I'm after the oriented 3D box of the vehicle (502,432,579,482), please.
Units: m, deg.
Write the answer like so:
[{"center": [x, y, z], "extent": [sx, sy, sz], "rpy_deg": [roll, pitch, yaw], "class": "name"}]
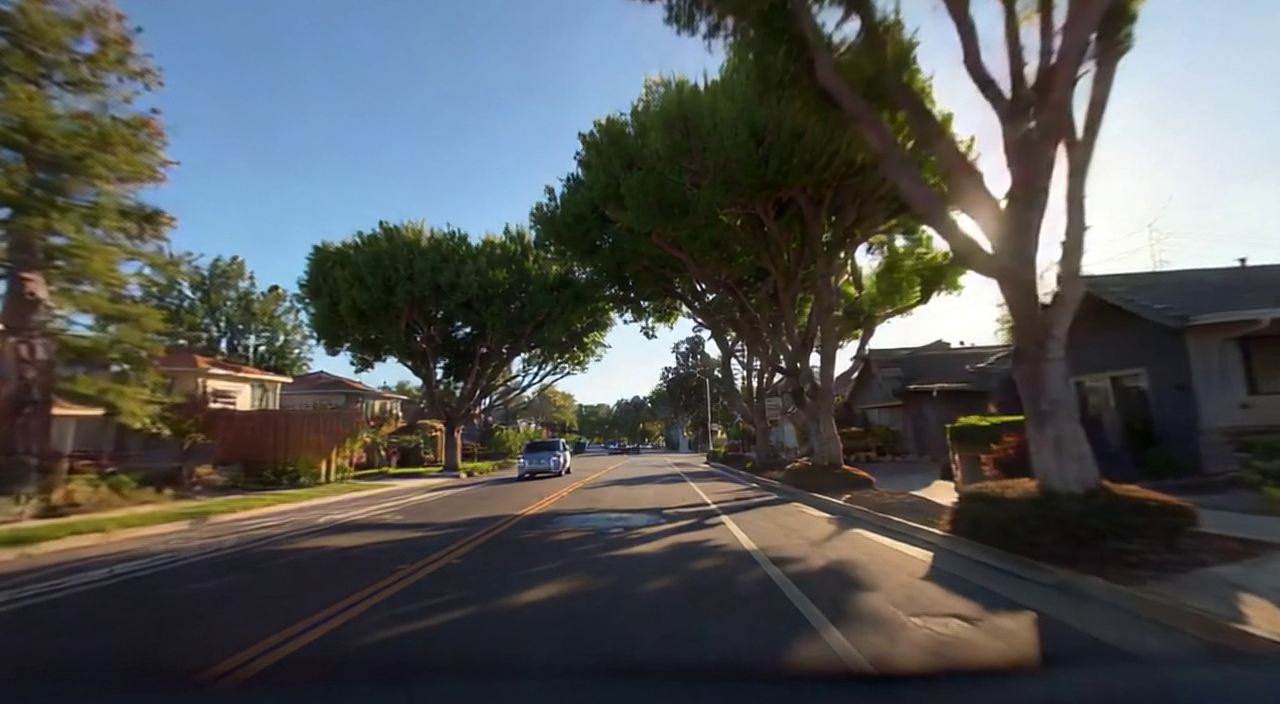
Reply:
[{"center": [-3.865, 4.177, 25.393], "extent": [2.172, 1.793, 4.696], "rpy_deg": [0, -8, 2], "class": "vehicle"}]
